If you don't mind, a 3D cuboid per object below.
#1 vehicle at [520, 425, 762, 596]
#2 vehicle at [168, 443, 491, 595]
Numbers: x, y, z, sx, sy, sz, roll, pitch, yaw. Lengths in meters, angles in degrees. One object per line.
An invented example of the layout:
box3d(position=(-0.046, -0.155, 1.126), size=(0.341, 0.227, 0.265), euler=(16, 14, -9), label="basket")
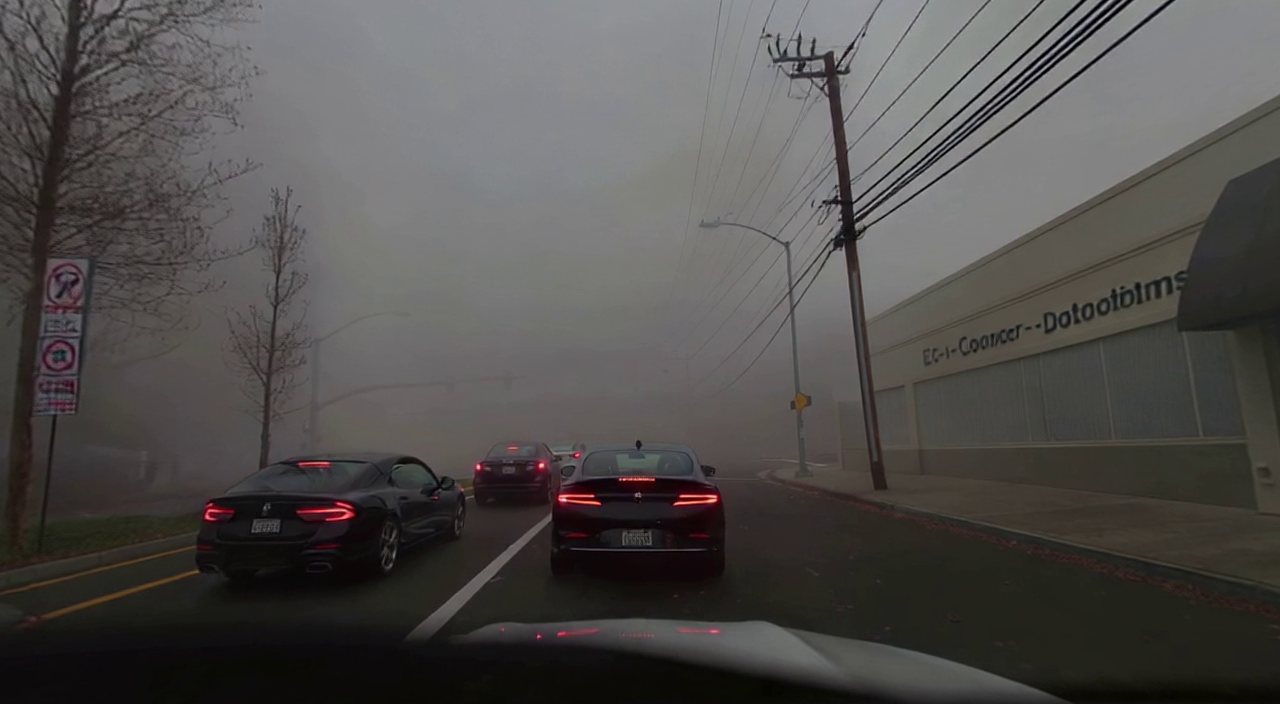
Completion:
box3d(position=(-0.007, 1.683, 7.535), size=(2.101, 1.469, 3.955), euler=(0, -9, 0), label="vehicle")
box3d(position=(-3.226, 1.781, 7.623), size=(1.765, 1.319, 4.013), euler=(0, -9, 2), label="vehicle")
